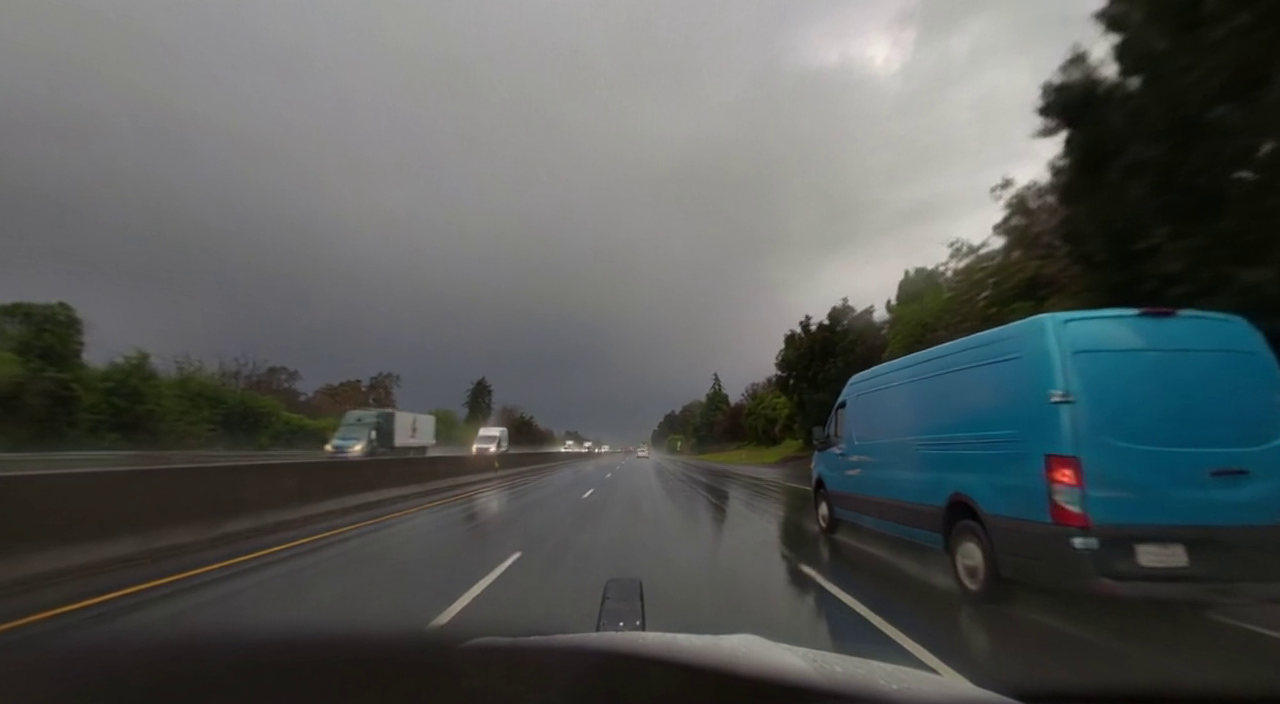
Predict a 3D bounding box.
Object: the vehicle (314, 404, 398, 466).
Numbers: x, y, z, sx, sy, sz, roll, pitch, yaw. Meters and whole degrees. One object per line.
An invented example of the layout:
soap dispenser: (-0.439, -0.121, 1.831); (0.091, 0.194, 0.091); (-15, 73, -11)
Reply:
vehicle: (-19.592, 5.866, 43.976); (2.946, 3.975, 6.121); (0, -9, 0)

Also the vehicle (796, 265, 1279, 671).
vehicle: (3.964, 1.172, 7.271); (2.552, 2.524, 6.630); (0, -9, -1)
